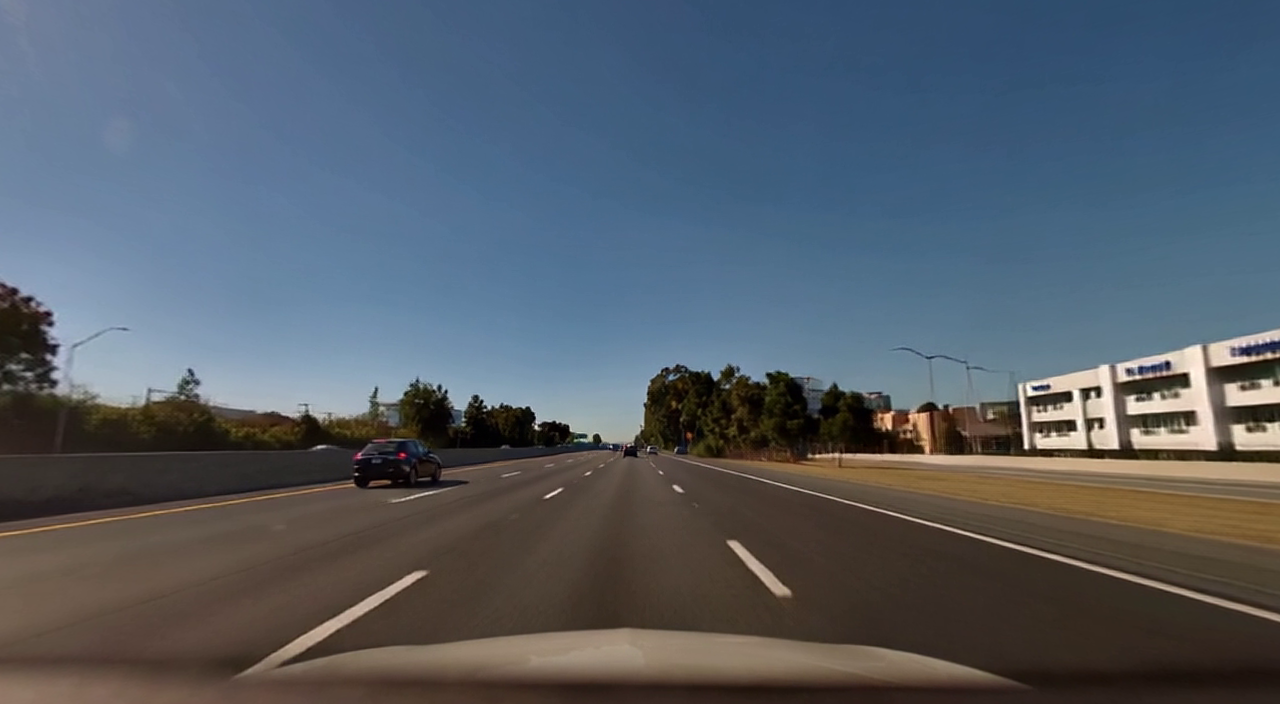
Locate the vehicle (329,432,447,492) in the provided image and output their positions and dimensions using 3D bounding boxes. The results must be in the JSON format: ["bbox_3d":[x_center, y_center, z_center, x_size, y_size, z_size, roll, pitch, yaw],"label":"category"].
[{"bbox_3d":[-8.052,3.559,20.714,2.089,1.724,4.327,0,-9,-1],"label":"vehicle"}]
